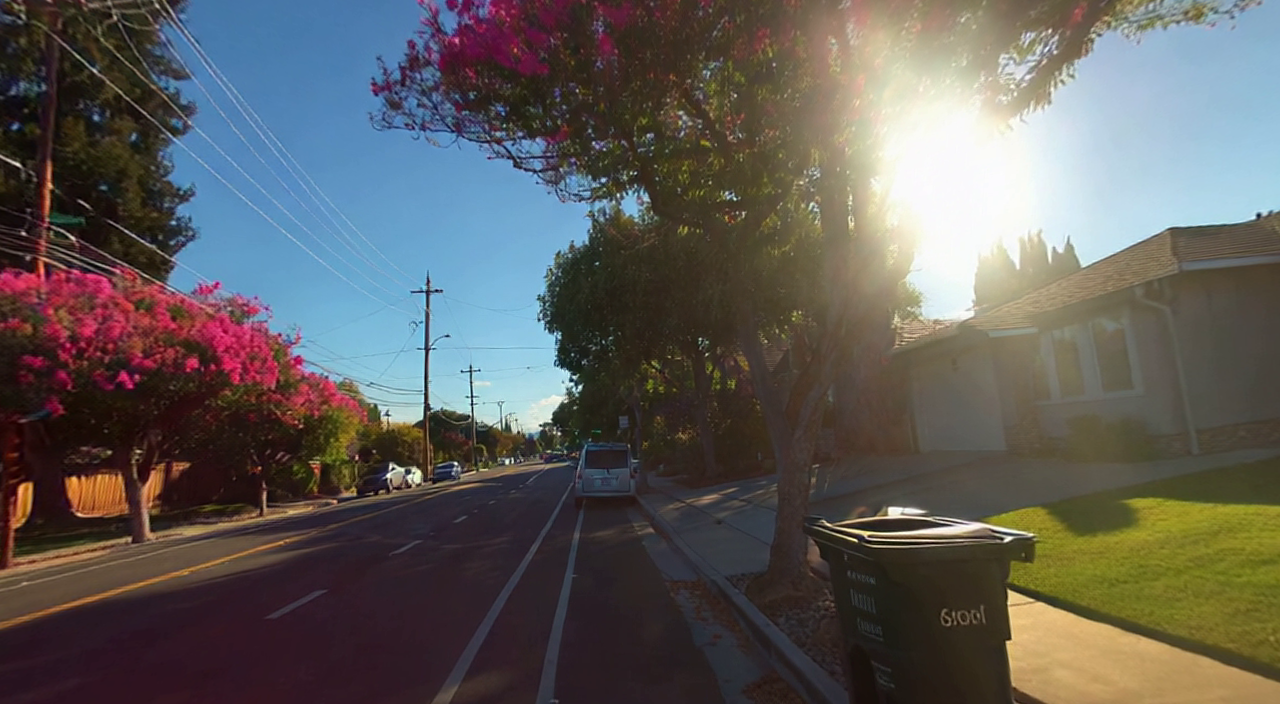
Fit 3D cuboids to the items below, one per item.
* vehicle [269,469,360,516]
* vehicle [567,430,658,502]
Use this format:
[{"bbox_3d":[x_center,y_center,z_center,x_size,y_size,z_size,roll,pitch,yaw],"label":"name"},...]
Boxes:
[{"bbox_3d":[-13.760,5.913,26.978,1.982,1.660,4.142,1,-8,-6],"label":"vehicle"},{"bbox_3d":[-0.823,3.064,17.387,2.190,1.708,4.115,0,-8,-4],"label":"vehicle"}]
